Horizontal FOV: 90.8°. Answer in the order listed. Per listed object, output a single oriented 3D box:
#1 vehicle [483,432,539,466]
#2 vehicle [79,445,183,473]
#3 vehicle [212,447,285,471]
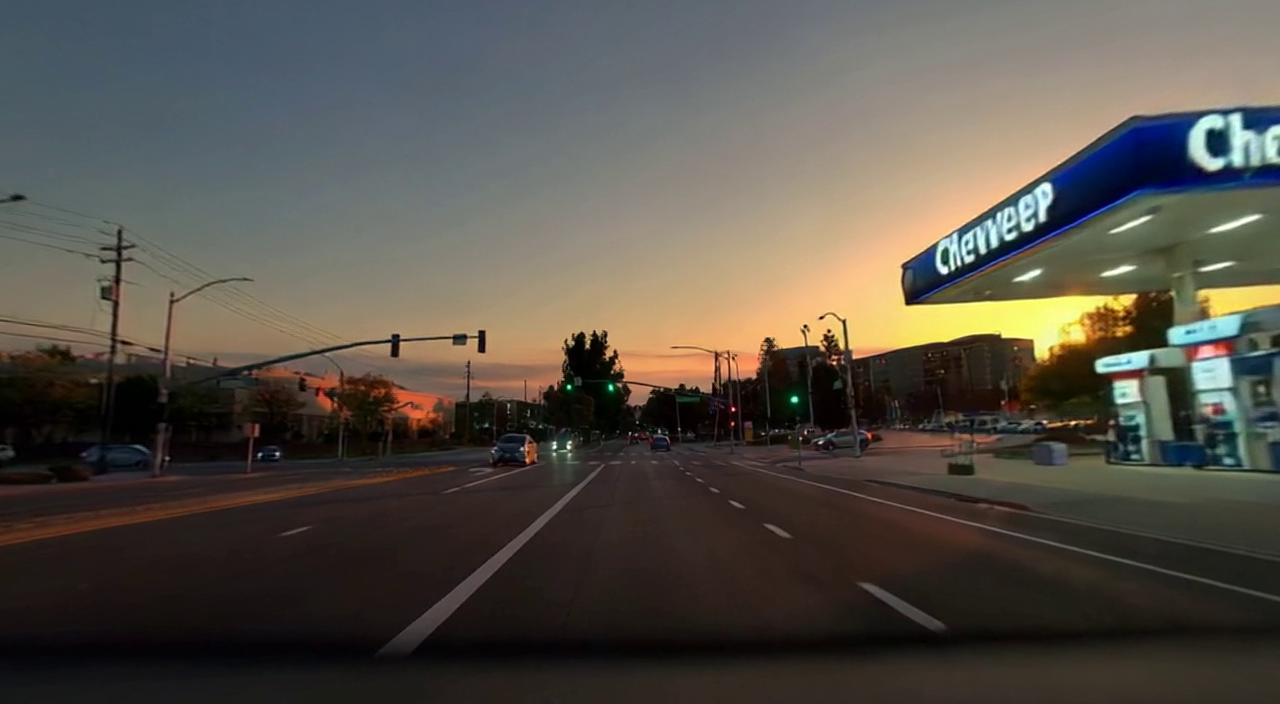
[{"bbox_3d":[-6.889,5.237,34.279,2.074,1.692,4.333,0,-8,1],"label":"vehicle"},{"bbox_3d":[-34.268,7.208,42.654,5.040,1.826,2.155,0,-8,-2],"label":"vehicle"},{"bbox_3d":[-25.168,6.817,40.570,4.444,1.457,1.927,-5,-10,29],"label":"vehicle"}]
